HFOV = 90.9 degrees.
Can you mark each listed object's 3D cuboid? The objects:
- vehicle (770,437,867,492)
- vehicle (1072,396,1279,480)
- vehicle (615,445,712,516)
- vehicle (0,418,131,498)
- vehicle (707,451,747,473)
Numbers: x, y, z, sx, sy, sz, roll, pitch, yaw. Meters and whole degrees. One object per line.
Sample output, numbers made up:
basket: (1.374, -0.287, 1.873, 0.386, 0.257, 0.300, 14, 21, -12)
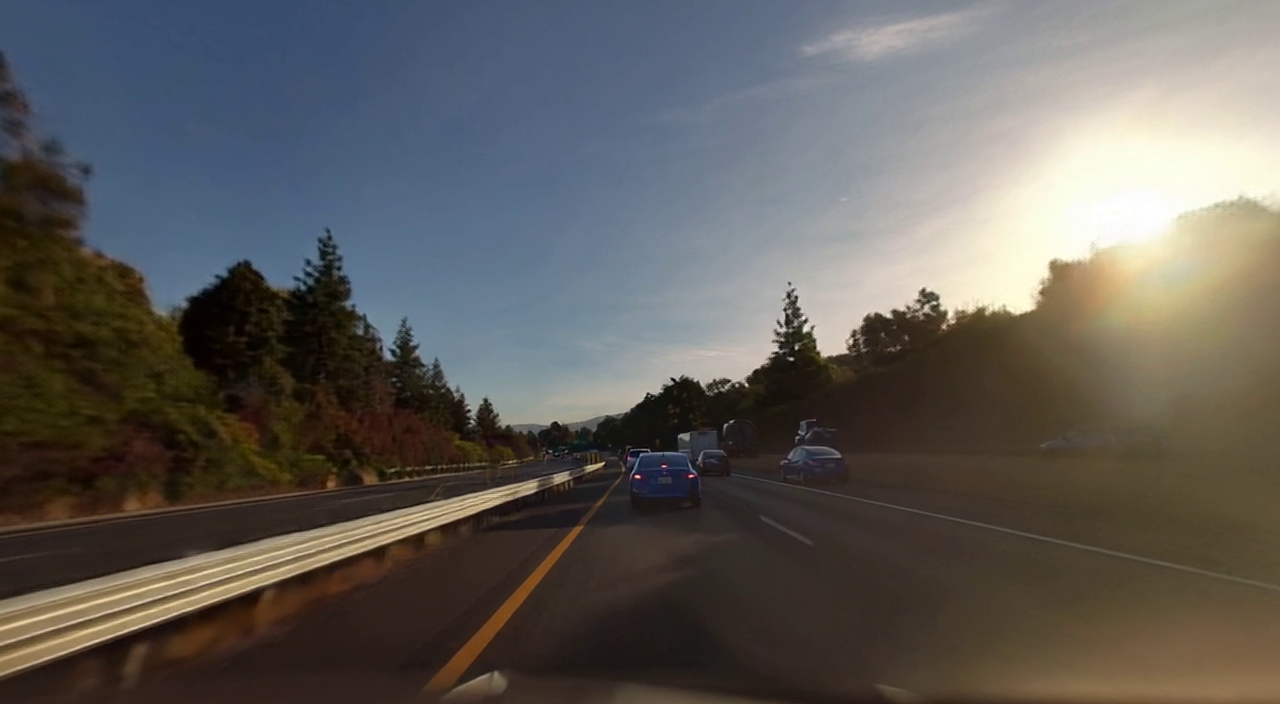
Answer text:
vehicle: (6.508, 4.149, 23.577, 2.177, 1.827, 4.565, 0, -9, -1)
vehicle: (31.741, 5.006, 35.917, 2.822, 3.996, 14.073, 1, -9, -7)
vehicle: (0.484, 3.060, 15.425, 2.076, 1.485, 3.774, 0, -9, 0)
vehicle: (-33.327, 5.931, 35.344, 2.902, 3.981, 7.819, -3, -8, 0)
vehicle: (6.025, 7.633, 43.962, 2.015, 1.454, 4.324, 0, -9, -2)
